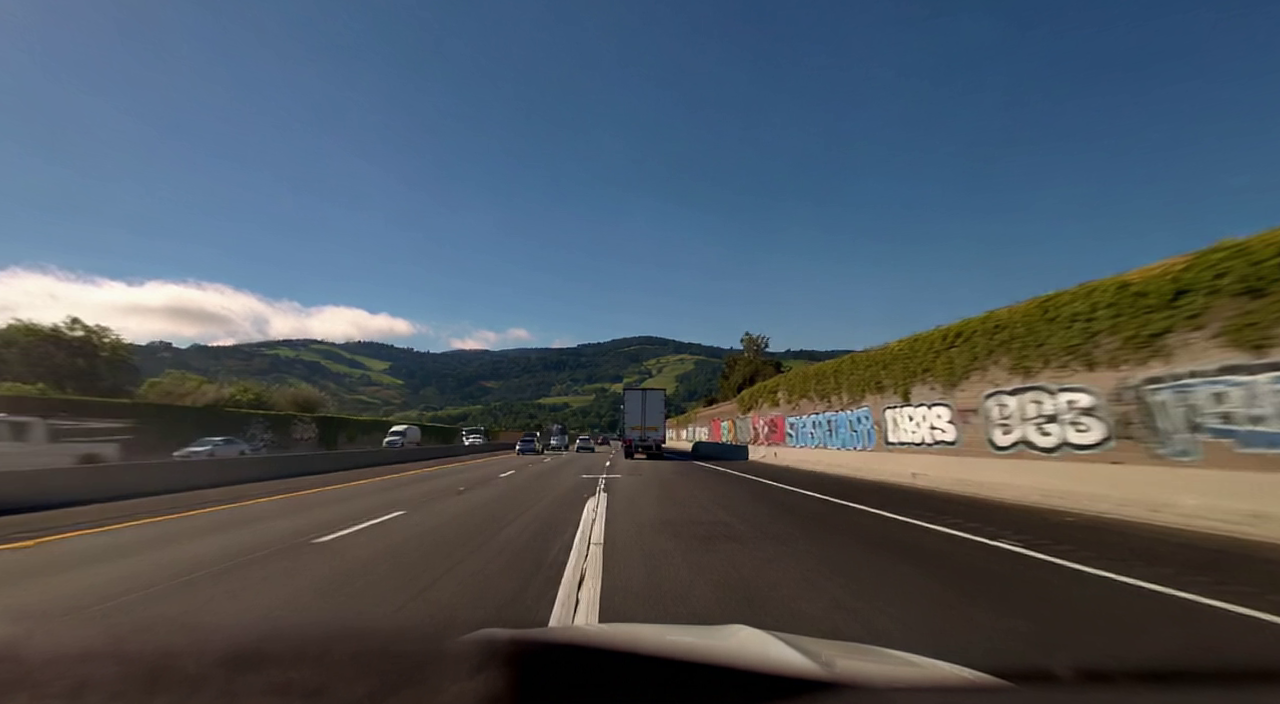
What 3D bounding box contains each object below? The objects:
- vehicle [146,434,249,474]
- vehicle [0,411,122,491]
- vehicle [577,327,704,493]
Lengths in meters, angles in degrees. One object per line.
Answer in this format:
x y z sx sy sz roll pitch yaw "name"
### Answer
-22.344 5.143 32.108 2.026 1.853 4.642 0 -8 -2 "vehicle"
-14.387 2.196 14.160 1.998 1.647 4.170 0 -8 -2 "vehicle"
-0.169 1.703 17.424 2.880 3.798 5.927 0 -8 -4 "vehicle"
